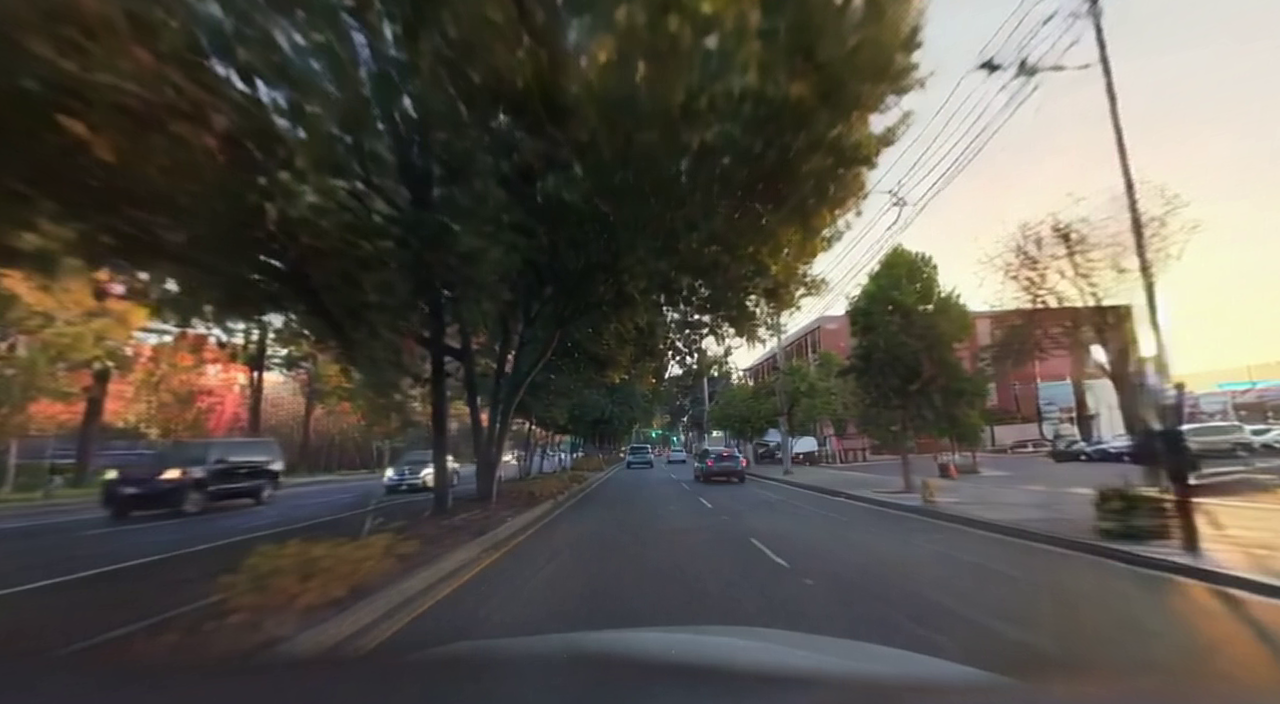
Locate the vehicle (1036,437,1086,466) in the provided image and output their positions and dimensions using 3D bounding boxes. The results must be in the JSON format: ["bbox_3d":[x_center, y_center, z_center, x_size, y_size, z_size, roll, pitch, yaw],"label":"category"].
[{"bbox_3d":[24.408,5.744,36.546,2.071,1.528,4.644,-7,-10,36],"label":"vehicle"}]

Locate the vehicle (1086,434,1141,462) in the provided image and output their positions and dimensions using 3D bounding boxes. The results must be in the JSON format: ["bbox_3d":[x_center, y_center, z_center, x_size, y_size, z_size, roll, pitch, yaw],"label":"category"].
[{"bbox_3d":[27.442,5.578,36.716,1.825,1.476,3.833,-5,-9,27],"label":"vehicle"}]

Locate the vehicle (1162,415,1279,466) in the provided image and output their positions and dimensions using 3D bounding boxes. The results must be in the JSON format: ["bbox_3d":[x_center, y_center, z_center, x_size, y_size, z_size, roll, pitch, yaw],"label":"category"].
[{"bbox_3d":[23.056,3.333,23.713,2.187,1.757,4.663,3,-9,-22],"label":"vehicle"}]

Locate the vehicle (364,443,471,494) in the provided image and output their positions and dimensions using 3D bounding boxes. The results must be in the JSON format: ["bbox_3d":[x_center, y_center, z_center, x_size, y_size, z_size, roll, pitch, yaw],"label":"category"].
[{"bbox_3d":[-8.381,4.412,24.336,2.518,1.719,4.314,-1,-8,0],"label":"vehicle"}]

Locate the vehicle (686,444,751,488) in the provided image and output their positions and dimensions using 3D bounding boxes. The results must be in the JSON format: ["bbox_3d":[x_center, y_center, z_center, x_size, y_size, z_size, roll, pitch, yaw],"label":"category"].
[{"bbox_3d":[3.057,4.537,25.532,1.990,1.592,4.294,0,-8,-1],"label":"vehicle"}]

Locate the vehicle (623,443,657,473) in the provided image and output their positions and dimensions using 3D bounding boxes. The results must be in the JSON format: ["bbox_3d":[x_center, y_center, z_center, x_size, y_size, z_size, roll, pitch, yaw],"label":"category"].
[{"bbox_3d":[-0.024,6.977,41.770,2.163,1.825,4.073,-1,-8,0],"label":"vehicle"}]

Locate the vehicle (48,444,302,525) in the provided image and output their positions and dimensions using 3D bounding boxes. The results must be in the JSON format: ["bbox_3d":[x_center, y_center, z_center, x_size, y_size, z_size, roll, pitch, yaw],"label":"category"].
[{"bbox_3d":[-11.857,3.364,16.903,2.383,1.725,5.760,-1,-8,1],"label":"vehicle"}]
